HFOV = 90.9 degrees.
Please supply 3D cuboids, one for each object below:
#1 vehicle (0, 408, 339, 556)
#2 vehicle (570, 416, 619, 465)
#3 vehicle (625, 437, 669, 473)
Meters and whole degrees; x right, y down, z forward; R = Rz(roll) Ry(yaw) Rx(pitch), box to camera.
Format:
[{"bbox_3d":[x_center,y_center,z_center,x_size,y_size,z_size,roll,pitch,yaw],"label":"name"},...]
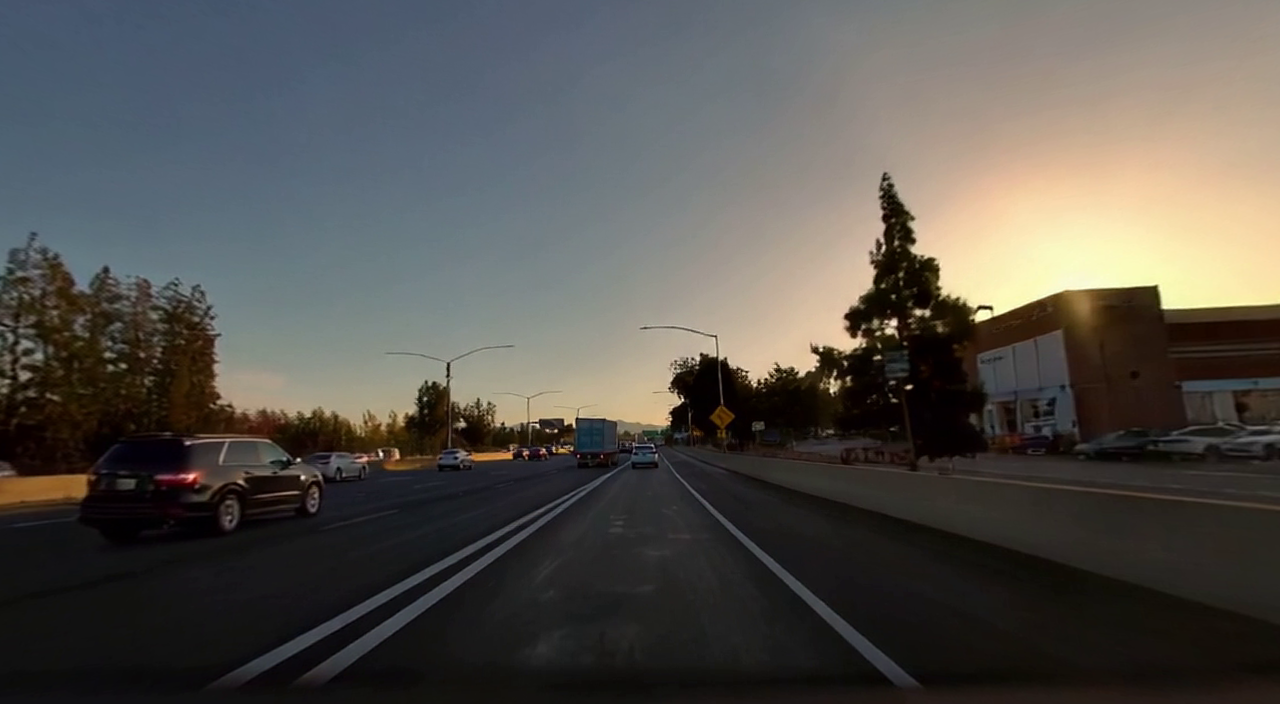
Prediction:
[{"bbox_3d":[-7.518,2.066,10.774,2.165,1.903,4.917,0,-8,2],"label":"vehicle"},{"bbox_3d":[-3.333,6.864,48.584,2.796,3.426,8.553,0,-8,2],"label":"vehicle"},{"bbox_3d":[0.354,5.627,34.644,2.227,1.794,4.646,0,-8,0],"label":"vehicle"}]
